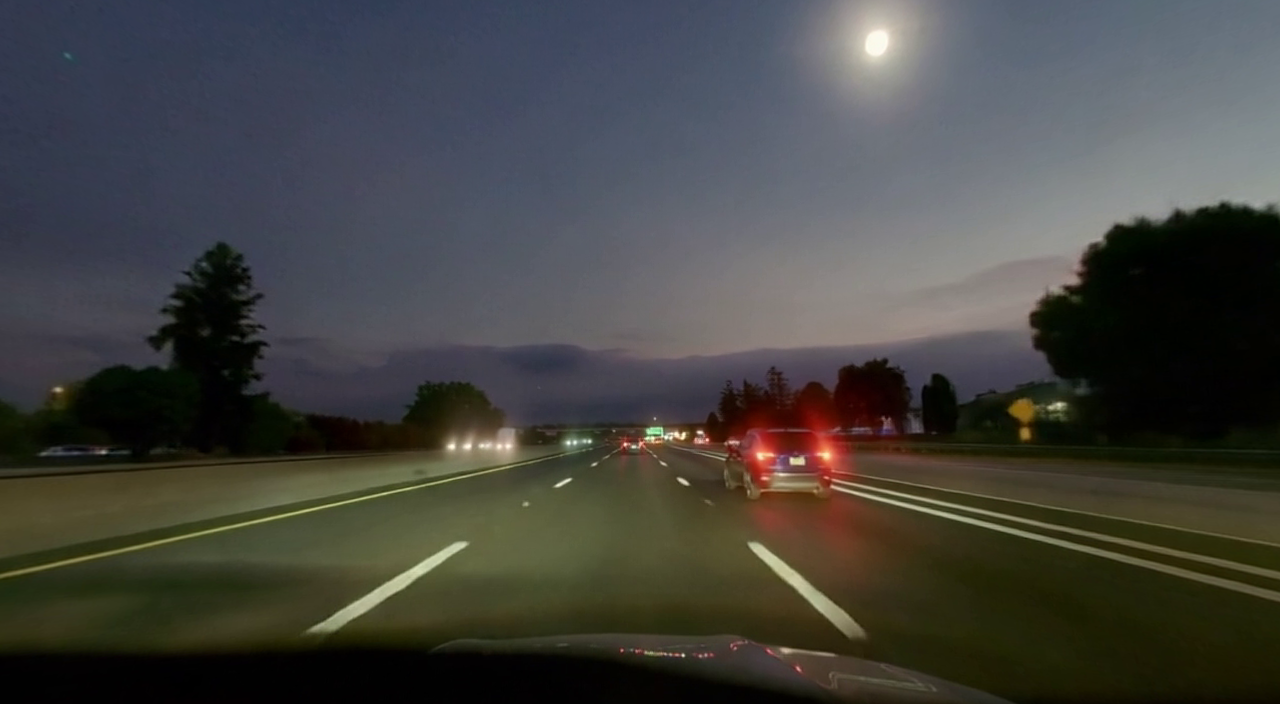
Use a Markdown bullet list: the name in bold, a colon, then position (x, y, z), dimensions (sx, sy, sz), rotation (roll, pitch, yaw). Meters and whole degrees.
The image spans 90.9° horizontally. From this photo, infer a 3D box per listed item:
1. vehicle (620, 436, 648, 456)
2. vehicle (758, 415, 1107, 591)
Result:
- **vehicle**: position (-0.452, 7.436, 49.912), dimensions (2.103, 1.512, 4.155), rotation (0, -8, 0)
- **vehicle**: position (3.253, 1.768, 8.517), dimensions (2.240, 1.646, 4.949), rotation (0, -8, -1)
